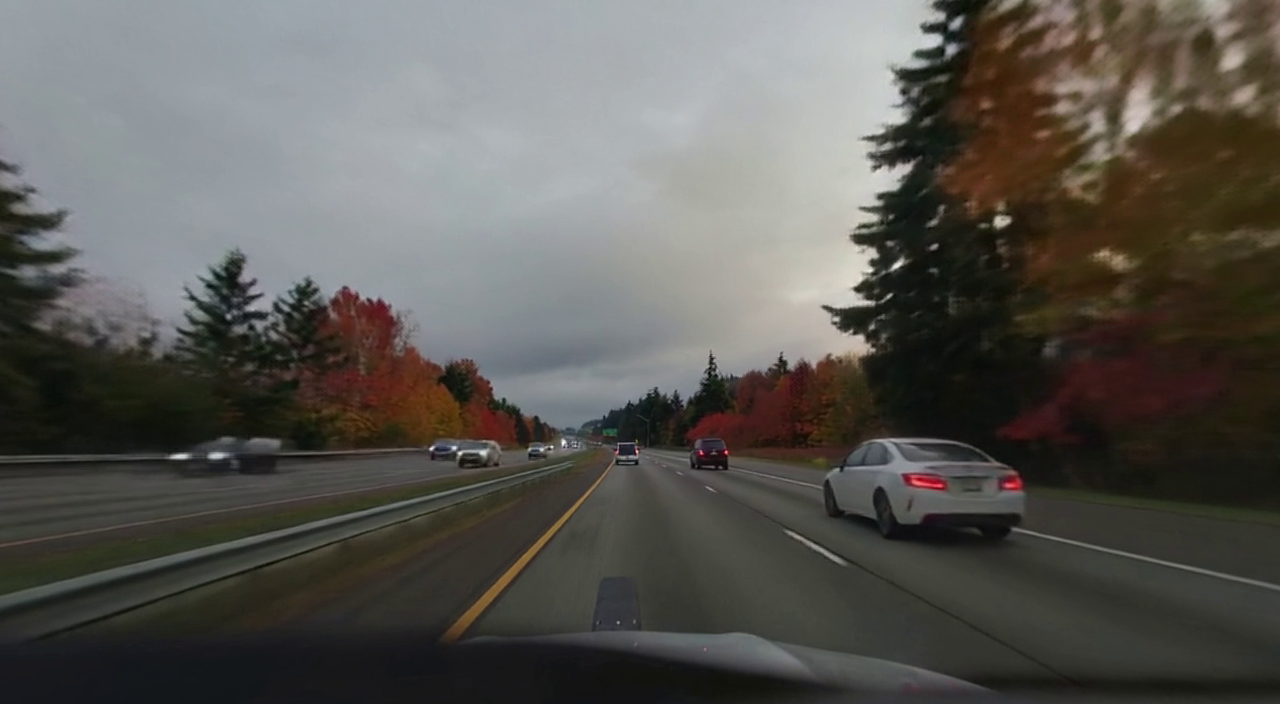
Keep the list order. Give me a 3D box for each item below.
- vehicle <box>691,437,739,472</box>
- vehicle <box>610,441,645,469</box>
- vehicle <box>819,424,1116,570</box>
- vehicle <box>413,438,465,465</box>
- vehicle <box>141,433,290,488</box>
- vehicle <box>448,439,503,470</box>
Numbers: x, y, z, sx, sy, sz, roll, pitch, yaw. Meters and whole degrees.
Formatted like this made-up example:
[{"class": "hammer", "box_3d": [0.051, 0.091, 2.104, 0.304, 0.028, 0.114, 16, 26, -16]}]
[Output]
[{"class": "vehicle", "box_3d": [3.899, 5.416, 33.291, 1.982, 1.745, 4.151, 0, -9, -1]}, {"class": "vehicle", "box_3d": [-0.772, 6.610, 40.271, 2.151, 1.693, 4.201, 0, -9, -1]}, {"class": "vehicle", "box_3d": [4.051, 1.842, 8.675, 1.968, 1.513, 3.911, 0, -9, 0]}, {"class": "vehicle", "box_3d": [-13.548, 6.730, 42.562, 2.099, 1.724, 4.481, 0, -9, 0]}, {"class": "vehicle", "box_3d": [-12.926, 3.323, 19.433, 1.874, 1.498, 3.922, 0, -9, 0]}, {"class": "vehicle", "box_3d": [-8.688, 5.445, 33.454, 1.840, 1.487, 3.872, 0, -9, 0]}]
